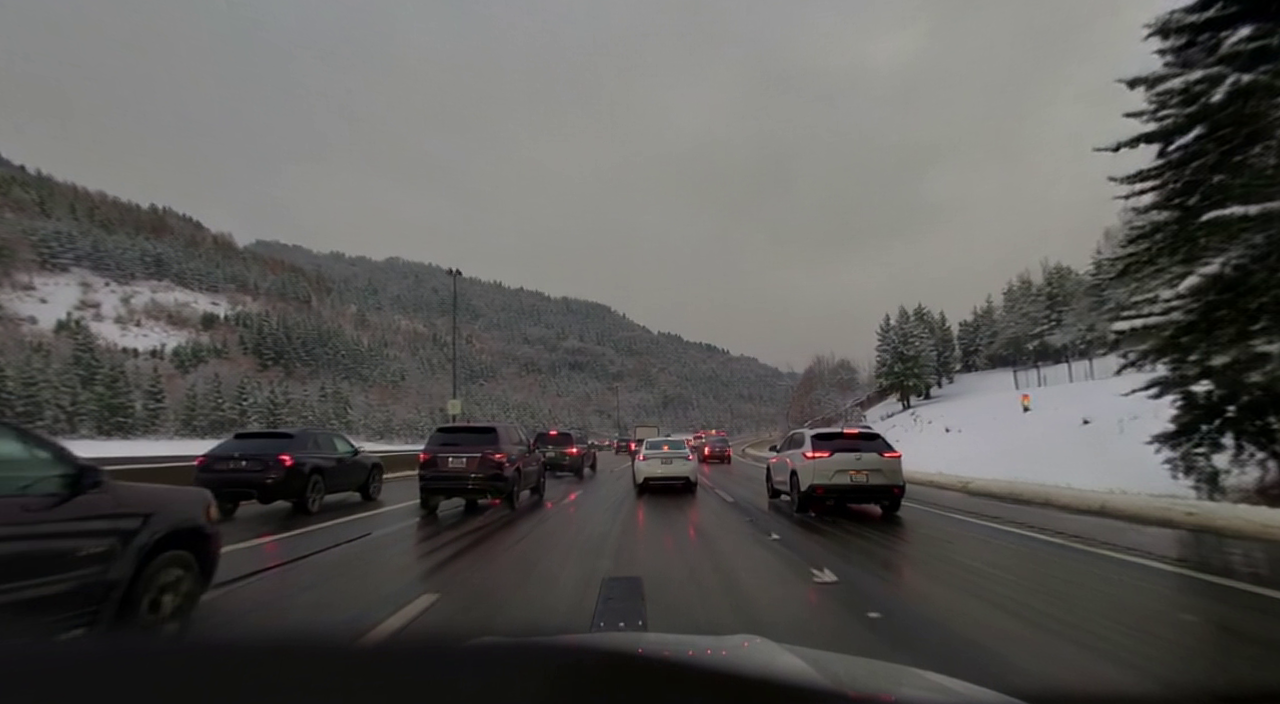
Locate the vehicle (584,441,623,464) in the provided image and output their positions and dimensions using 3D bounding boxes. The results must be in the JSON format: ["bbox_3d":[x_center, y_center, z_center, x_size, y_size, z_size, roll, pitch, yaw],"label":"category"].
[{"bbox_3d":[-2.227,6.242,39.282,1.973,1.378,3.677,-1,-8,4],"label":"vehicle"}]

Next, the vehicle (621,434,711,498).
[{"bbox_3d":[0.649,2.973,16.906,2.105,1.471,4.349,0,-8,1],"label":"vehicle"}]

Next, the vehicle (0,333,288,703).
[{"bbox_3d":[-3.573,0.747,2.094,2.179,1.723,4.410,0,-8,1],"label":"vehicle"}]

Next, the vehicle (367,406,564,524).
[{"bbox_3d":[-3.176,2.221,13.003,2.301,1.902,5.374,0,-8,3],"label":"vehicle"}]

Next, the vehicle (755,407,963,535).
[{"bbox_3d":[3.459,1.988,11.094,2.046,1.765,4.534,0,-8,0],"label":"vehicle"}]
